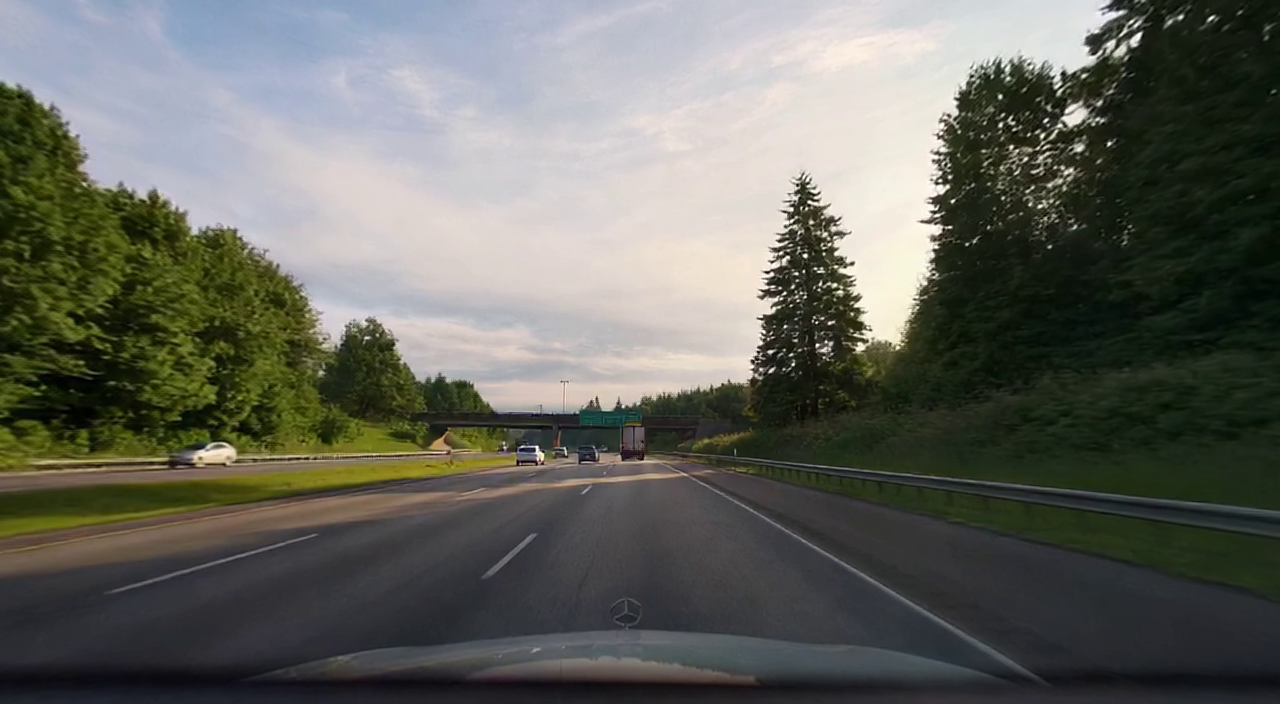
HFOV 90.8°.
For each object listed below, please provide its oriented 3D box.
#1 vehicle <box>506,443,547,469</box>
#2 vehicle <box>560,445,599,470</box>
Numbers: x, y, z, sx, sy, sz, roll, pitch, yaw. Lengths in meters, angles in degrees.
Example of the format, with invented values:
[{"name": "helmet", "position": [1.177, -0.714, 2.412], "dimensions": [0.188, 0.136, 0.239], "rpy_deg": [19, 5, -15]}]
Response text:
[{"name": "vehicle", "position": [-7.447, 6.843, 41.760], "dimensions": [2.014, 1.633, 4.090], "rpy_deg": [0, -9, 0]}, {"name": "vehicle", "position": [-3.739, 6.610, 39.596], "dimensions": [2.073, 1.472, 4.091], "rpy_deg": [0, -9, -1]}]
